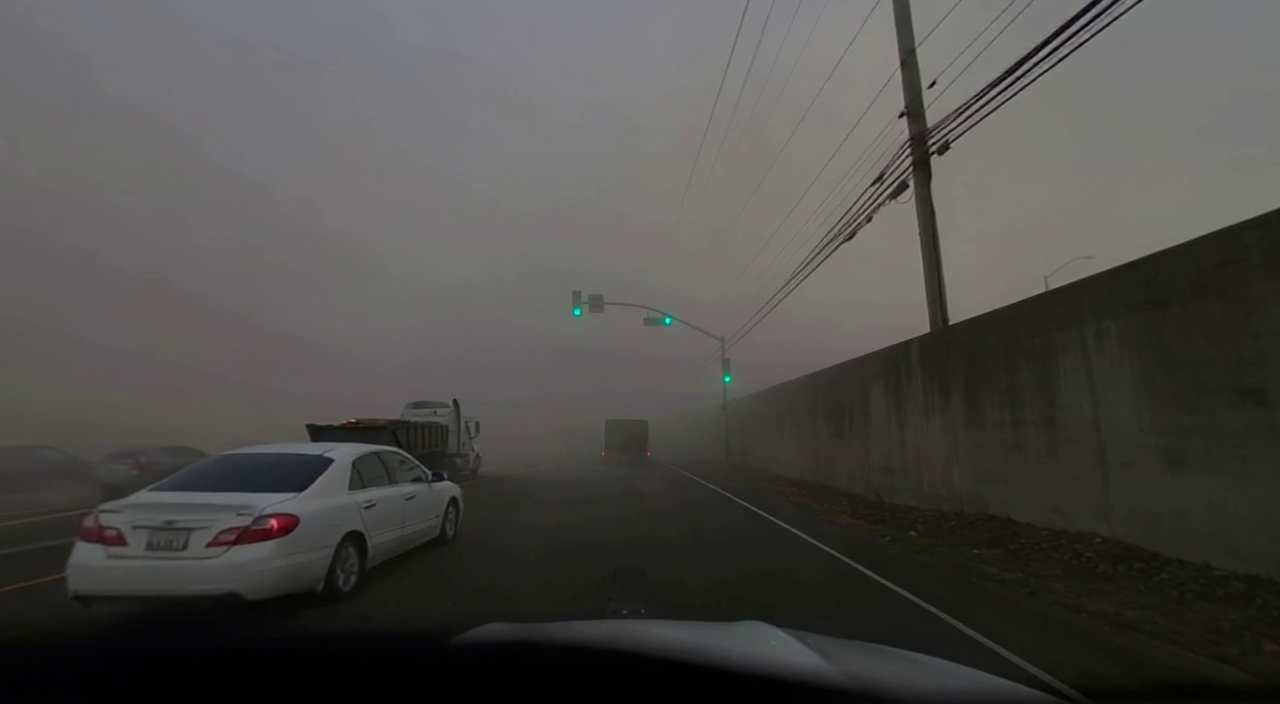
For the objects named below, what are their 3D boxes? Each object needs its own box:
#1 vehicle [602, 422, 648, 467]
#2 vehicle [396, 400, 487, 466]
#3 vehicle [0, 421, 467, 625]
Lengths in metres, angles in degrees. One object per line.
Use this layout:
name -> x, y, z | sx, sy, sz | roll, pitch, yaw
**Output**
vehicle -> -0.823, 5.150, 35.045 | 2.355, 2.305, 5.336 | 0, -8, -1
vehicle -> -12.835, 5.447, 41.768 | 3.016, 3.847, 8.707 | 0, -8, 1
vehicle -> -3.711, 1.625, 7.163 | 2.019, 1.480, 4.966 | 0, -8, 1
